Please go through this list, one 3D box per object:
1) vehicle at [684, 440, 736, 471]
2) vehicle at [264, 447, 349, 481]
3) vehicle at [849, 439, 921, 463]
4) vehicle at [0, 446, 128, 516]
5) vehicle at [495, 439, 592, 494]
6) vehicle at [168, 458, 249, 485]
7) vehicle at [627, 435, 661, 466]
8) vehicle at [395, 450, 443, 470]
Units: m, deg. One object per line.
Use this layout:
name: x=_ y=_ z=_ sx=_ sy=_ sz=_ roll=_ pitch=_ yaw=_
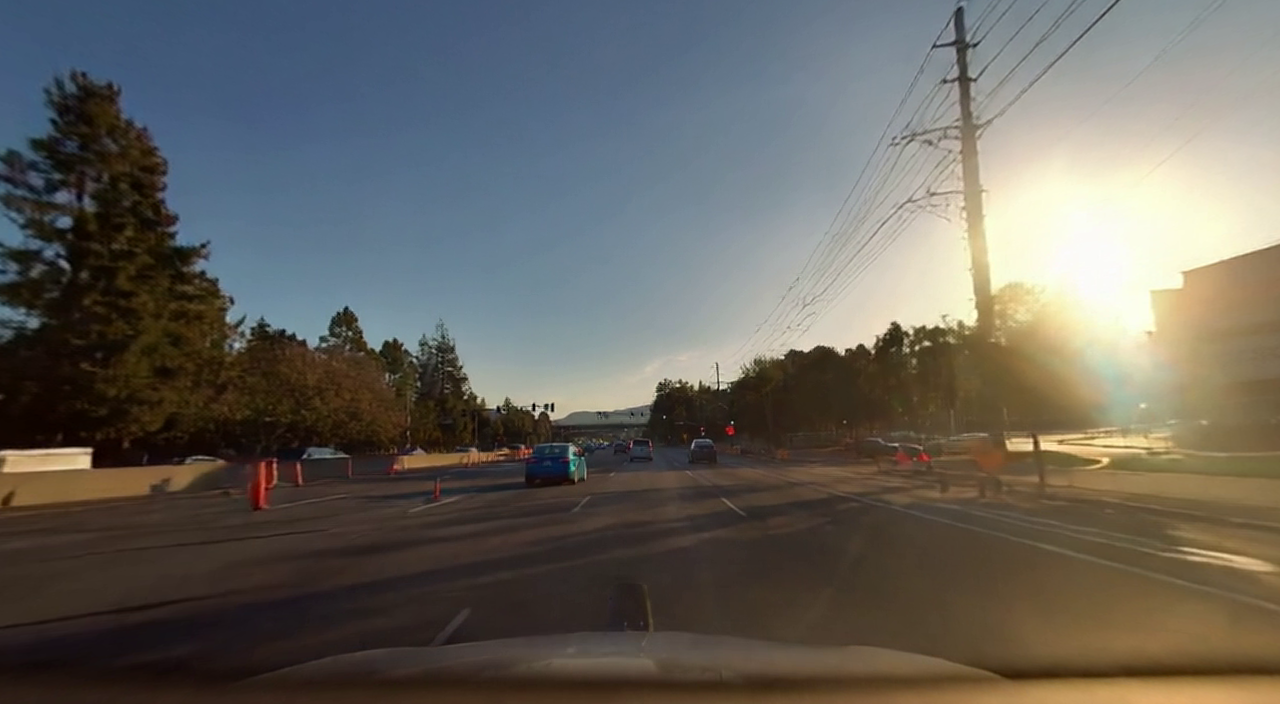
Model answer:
vehicle: x=3.535 y=5.338 z=32.777 sx=2.142 sy=1.475 sz=4.565 roll=0 pitch=-8 yaw=0
vehicle: x=-17.540 y=5.889 z=33.434 sx=2.036 sy=1.649 sz=4.493 roll=0 pitch=-8 yaw=0
vehicle: x=16.353 y=6.586 z=42.107 sx=4.677 sy=1.466 sz=1.928 roll=5 pitch=-10 yaw=-31
vehicle: x=-16.955 y=3.444 z=17.272 sx=2.025 sy=1.712 sz=4.578 roll=0 pitch=-8 yaw=0
vehicle: x=-2.801 y=3.461 z=19.483 sx=2.087 sy=1.480 sz=4.825 roll=0 pitch=-9 yaw=2
vehicle: x=-26.746 y=7.397 z=39.265 sx=1.840 sy=1.469 sz=4.546 roll=0 pitch=-8 yaw=-1
vehicle: x=0.317 y=6.300 z=40.506 sx=2.060 sy=1.845 sz=4.151 roll=0 pitch=-8 yaw=1
vehicle: x=-17.037 y=8.350 z=48.922 sx=1.924 sy=1.446 sz=4.625 roll=0 pitch=-8 yaw=2
